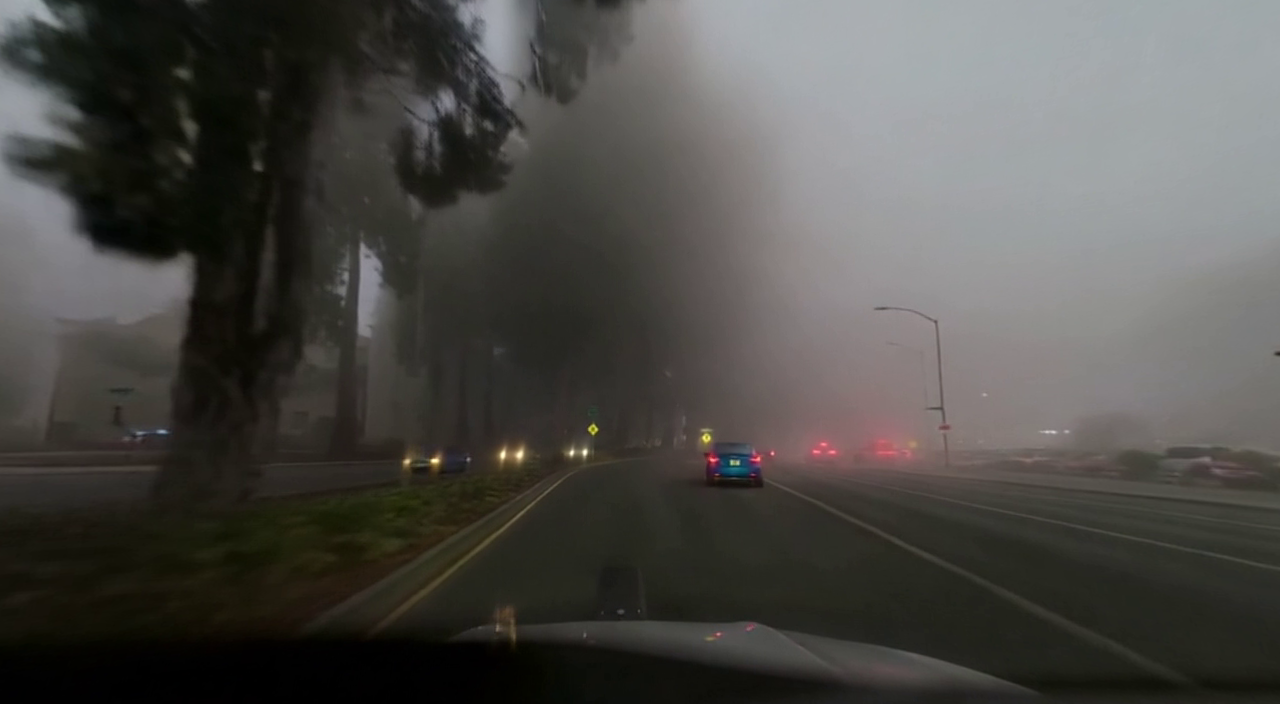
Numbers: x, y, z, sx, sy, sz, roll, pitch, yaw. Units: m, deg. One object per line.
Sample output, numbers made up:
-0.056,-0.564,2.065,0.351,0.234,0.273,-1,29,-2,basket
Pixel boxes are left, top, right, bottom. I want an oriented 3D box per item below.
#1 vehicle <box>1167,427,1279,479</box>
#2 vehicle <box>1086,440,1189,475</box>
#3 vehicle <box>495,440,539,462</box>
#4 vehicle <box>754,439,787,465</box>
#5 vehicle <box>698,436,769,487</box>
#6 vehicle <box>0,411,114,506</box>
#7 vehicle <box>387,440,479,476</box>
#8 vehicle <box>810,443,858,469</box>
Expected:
26.534,4.419,27.564,5.111,2.085,2.461,2,-9,-12,vehicle
27.771,5.835,35.155,4.719,1.851,1.920,2,-8,-14,vehicle
-9.562,7.740,49.297,1.990,1.581,4.706,-1,-9,6,vehicle
9.693,7.427,46.915,1.976,1.796,4.159,-1,-8,6,vehicle
3.221,3.867,22.542,2.145,1.603,4.369,0,-8,4,vehicle
-13.437,2.086,12.378,1.951,1.829,4.648,0,-8,3,vehicle
-8.809,4.554,27.222,2.089,1.400,4.467,-1,-8,6,vehicle
11.955,6.441,39.065,1.928,1.488,4.361,-1,-8,5,vehicle
